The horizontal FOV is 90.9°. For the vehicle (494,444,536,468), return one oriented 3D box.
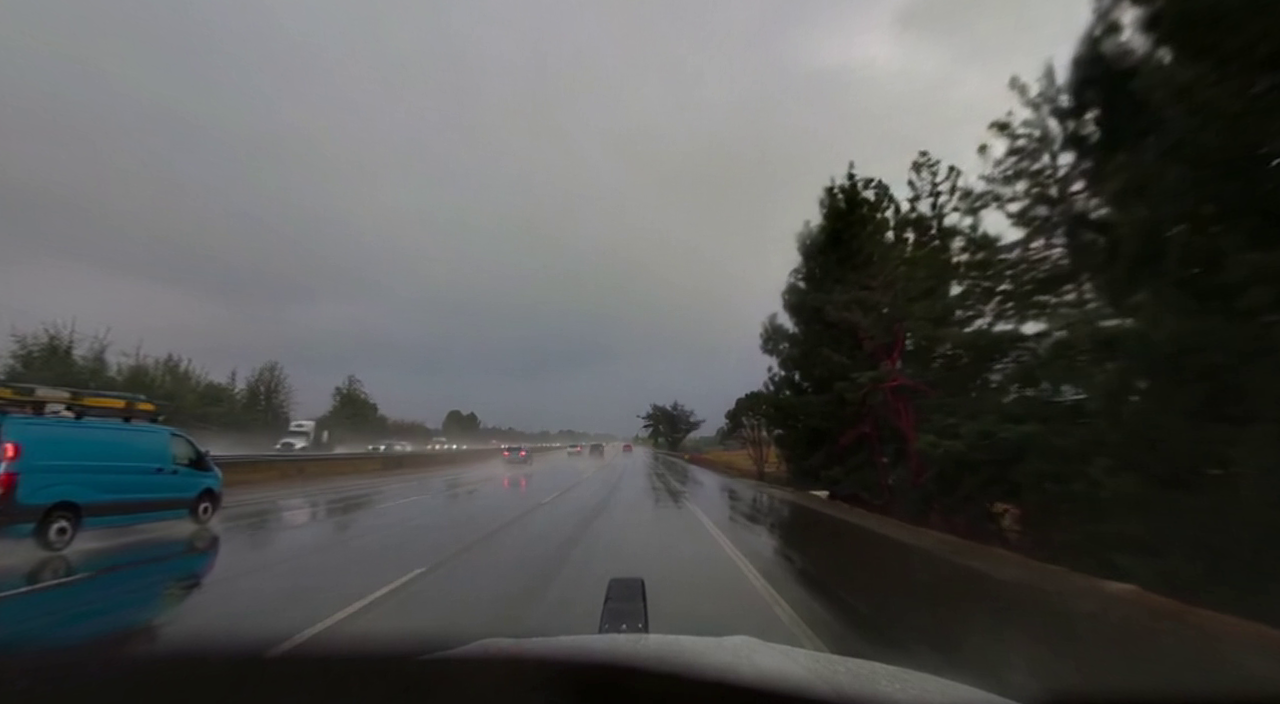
[{"bbox_3d":[-8.339,6.991,42.495,1.958,1.499,4.437,0,-9,0],"label":"vehicle"}]

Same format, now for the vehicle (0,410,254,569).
[{"bbox_3d":[-8.190,1.865,9.186,2.093,1.752,4.771,0,-9,0],"label":"vehicle"}]
